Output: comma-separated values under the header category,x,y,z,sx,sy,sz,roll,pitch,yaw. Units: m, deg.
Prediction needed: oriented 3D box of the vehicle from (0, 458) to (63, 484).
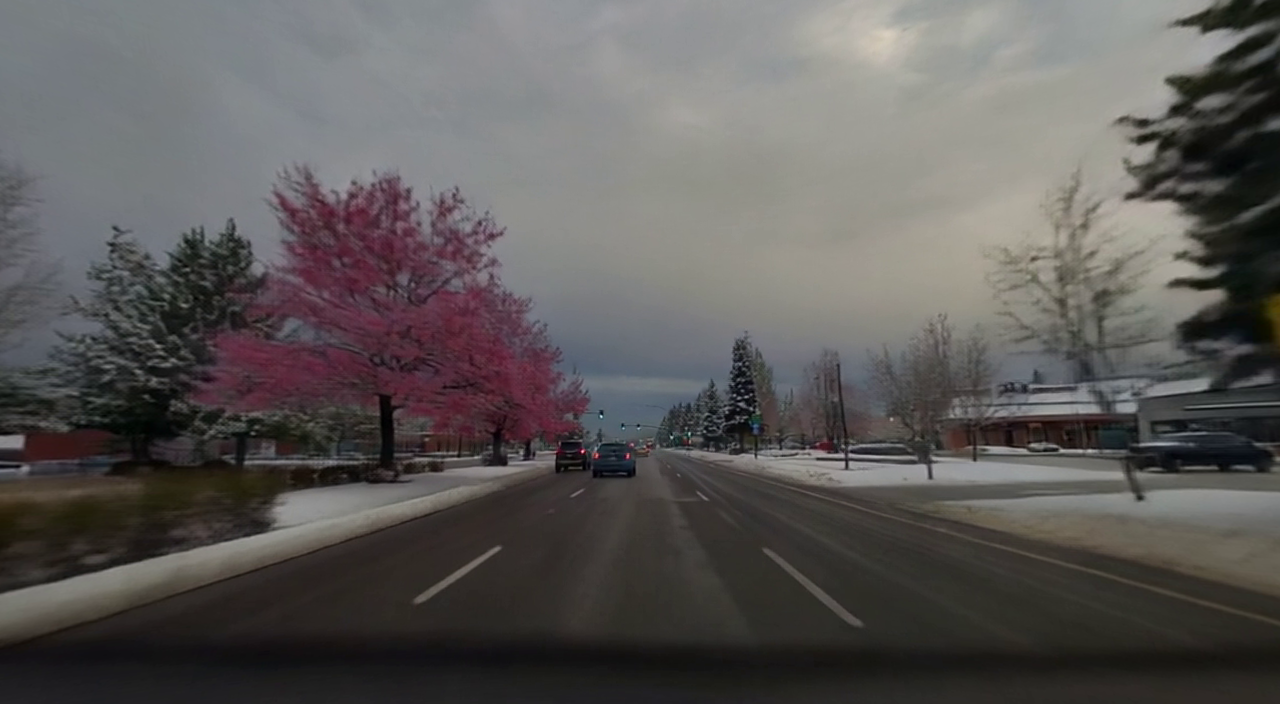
category,x,y,z,sx,sy,sz,roll,pitch,yaw
vehicle,-39.194,7.608,40.413,1.878,1.477,3.872,5,-9,-27

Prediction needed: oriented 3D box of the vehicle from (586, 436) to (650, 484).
category,x,y,z,sx,sy,sz,roll,pitch,yaw
vehicle,-0.776,4.255,25.085,2.149,1.701,4.379,0,-8,3

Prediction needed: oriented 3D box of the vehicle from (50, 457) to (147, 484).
category,x,y,z,sx,sy,sz,roll,pitch,yaw
vehicle,-34.528,7.540,40.216,1.918,1.457,4.594,0,-8,3

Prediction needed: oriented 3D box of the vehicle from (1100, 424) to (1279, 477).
category,x,y,z,sx,sy,sz,roll,pitch,yaw
vehicle,23.031,4.176,26.604,2.265,1.904,6.201,-1,-9,-1

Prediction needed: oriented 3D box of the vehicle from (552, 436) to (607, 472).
category,x,y,z,sx,sy,sz,roll,pitch,yaw
vehicle,-3.339,5.764,35.731,2.453,1.844,4.751,0,-8,2
